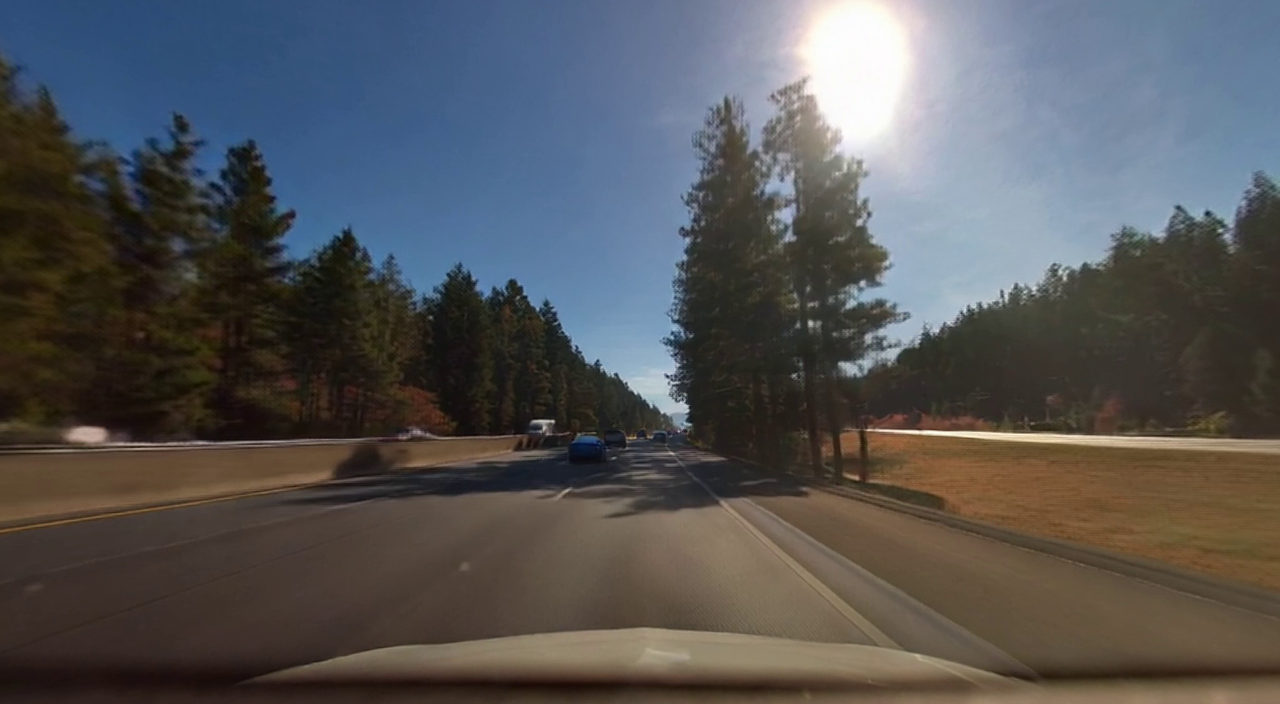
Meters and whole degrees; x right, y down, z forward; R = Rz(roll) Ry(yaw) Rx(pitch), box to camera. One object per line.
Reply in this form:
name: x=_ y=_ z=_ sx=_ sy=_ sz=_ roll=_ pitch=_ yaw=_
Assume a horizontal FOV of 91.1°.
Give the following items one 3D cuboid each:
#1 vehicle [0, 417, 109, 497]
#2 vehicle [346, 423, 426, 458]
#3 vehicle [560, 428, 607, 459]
vehicle: x=-13.413 y=2.098 z=12.566 sx=1.939 sy=1.524 sz=4.056 roll=0 pitch=-8 yaw=1
vehicle: x=-12.989 y=4.565 z=32.429 sx=2.069 sy=1.653 sz=4.654 roll=0 pitch=-8 yaw=1
vehicle: x=-3.026 y=5.086 z=34.756 sx=2.053 sy=1.589 sz=4.671 roll=0 pitch=-8 yaw=2
